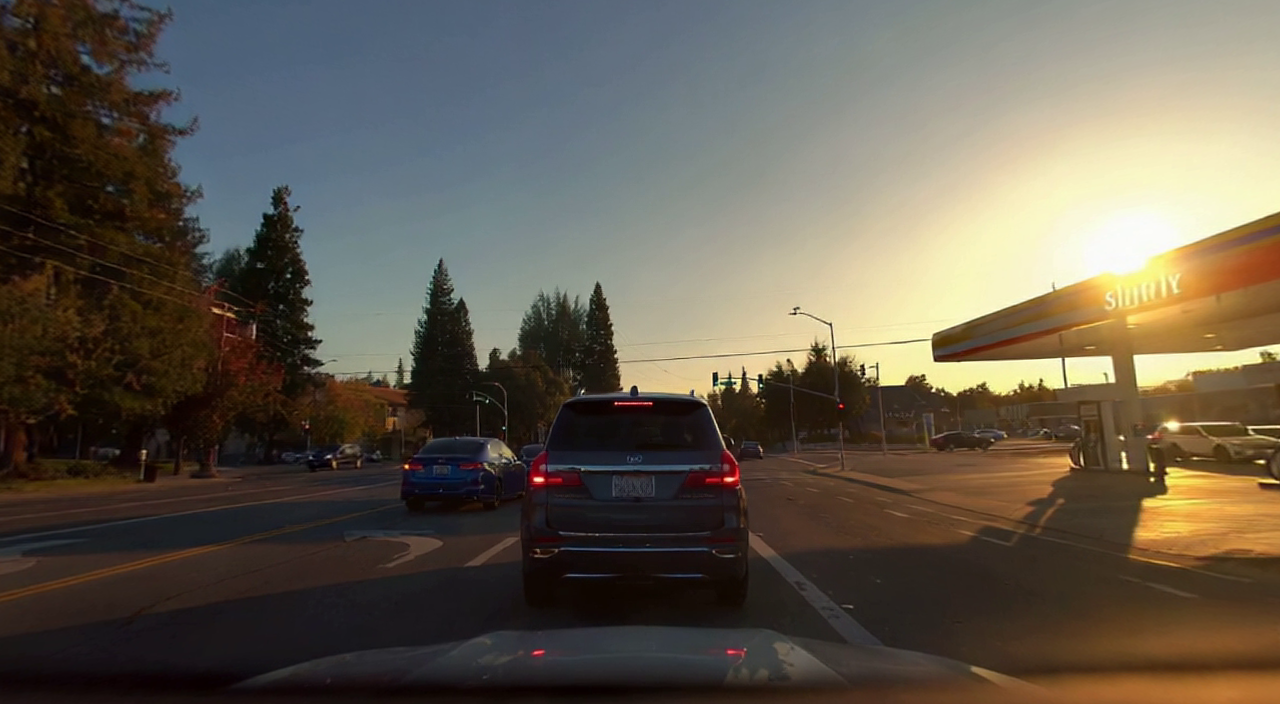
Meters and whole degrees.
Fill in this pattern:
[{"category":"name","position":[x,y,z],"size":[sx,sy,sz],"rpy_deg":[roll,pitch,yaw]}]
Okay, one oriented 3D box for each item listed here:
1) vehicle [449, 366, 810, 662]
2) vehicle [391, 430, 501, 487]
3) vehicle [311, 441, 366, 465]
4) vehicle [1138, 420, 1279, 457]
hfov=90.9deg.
[{"category":"vehicle","position":[0.014,1.319,6.145],"size":[2.236,1.819,4.291],"rpy_deg":[-1,-9,3]},{"category":"vehicle","position":[-6.632,3.708,22.200],"size":[2.065,1.753,4.525],"rpy_deg":[-1,-9,6]},{"category":"vehicle","position":[-23.318,7.806,48.920],"size":[1.988,1.741,4.522],"rpy_deg":[0,-9,0]},{"category":"vehicle","position":[25.966,3.967,28.776],"size":[4.551,1.616,1.973],"rpy_deg":[-2,-9,11]}]
